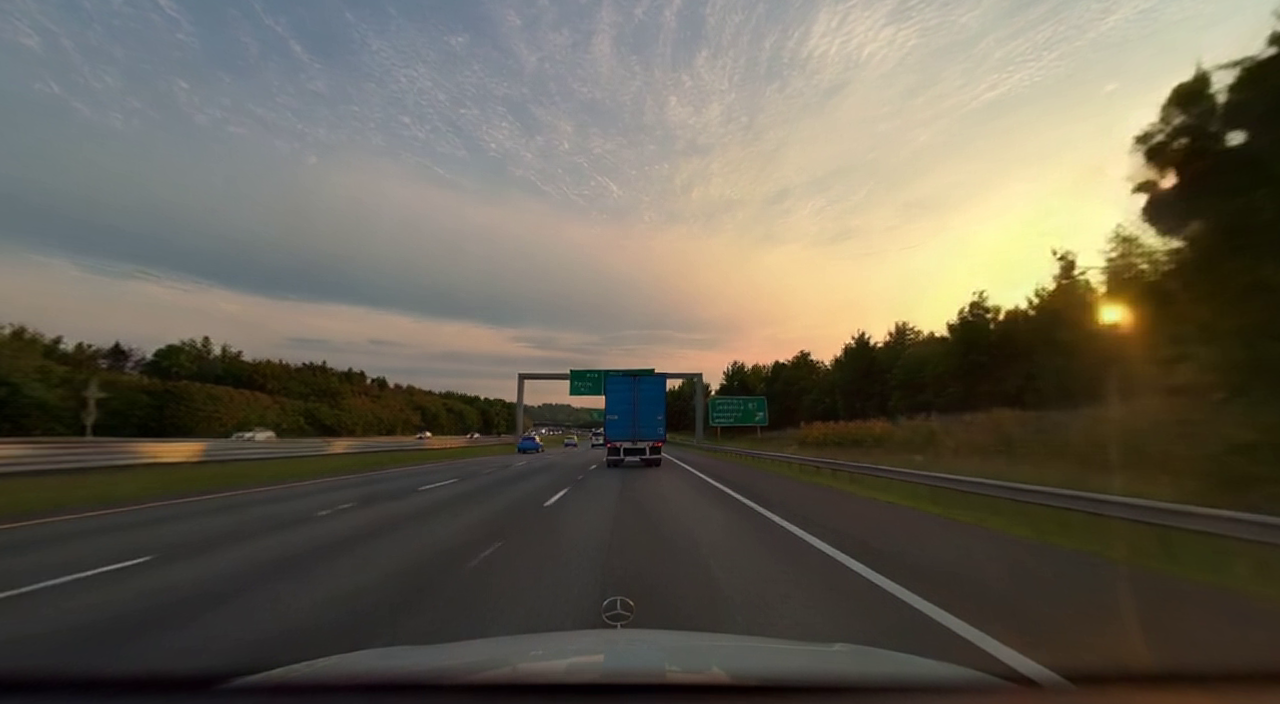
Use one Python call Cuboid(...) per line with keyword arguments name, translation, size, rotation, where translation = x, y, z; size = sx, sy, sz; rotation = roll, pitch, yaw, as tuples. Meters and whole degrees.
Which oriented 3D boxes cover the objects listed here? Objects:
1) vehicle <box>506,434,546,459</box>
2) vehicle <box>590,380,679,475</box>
Cuboid(name="vehicle", translation=(-7.109, 5.893, 39.550), size=(1.856, 1.479, 3.710), rotation=(0, -8, 0))
Cuboid(name="vehicle", translation=(-0.292, 3.697, 30.210), size=(3.033, 3.223, 14.836), rotation=(4, -8, 0))
